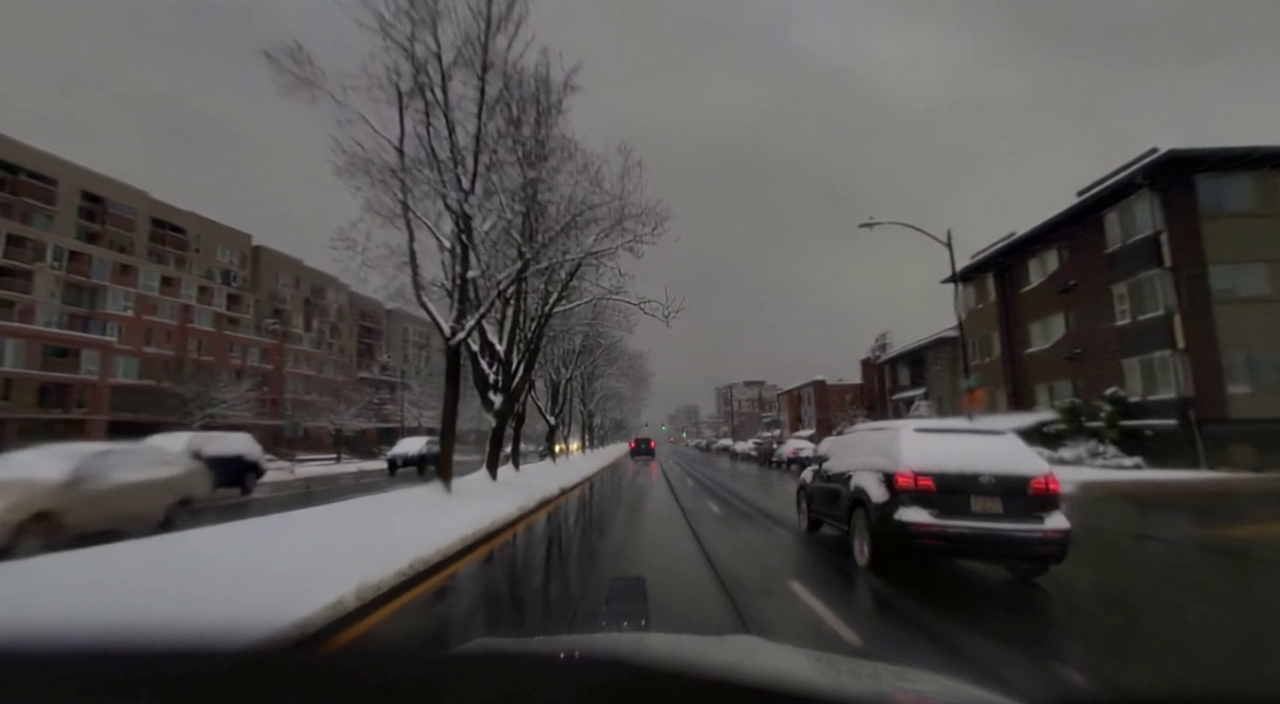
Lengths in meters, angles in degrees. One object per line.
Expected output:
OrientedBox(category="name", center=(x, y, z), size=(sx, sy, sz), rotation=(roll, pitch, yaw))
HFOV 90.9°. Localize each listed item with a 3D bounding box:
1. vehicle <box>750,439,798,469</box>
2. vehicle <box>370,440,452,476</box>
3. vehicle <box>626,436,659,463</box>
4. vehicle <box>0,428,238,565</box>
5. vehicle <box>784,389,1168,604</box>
OrientedBox(category="vehicle", center=(8.042, 6.152, 38.194), size=(1.869, 1.658, 4.405), rotation=(0, -8, -1))
OrientedBox(category="vehicle", center=(-11.784, 5.471, 32.936), size=(2.191, 1.684, 5.428), rotation=(0, -8, 1))
OrientedBox(category="vehicle", center=(0.204, 6.980, 45.237), size=(2.244, 1.813, 4.129), rotation=(0, -8, 2))
OrientedBox(category="vehicle", center=(-8.142, 1.896, 8.911), size=(1.960, 1.530, 4.313), rotation=(0, -8, 1))
OrientedBox(category="vehicle", center=(3.269, 1.518, 7.494), size=(2.071, 1.747, 4.549), rotation=(0, -8, 1))
